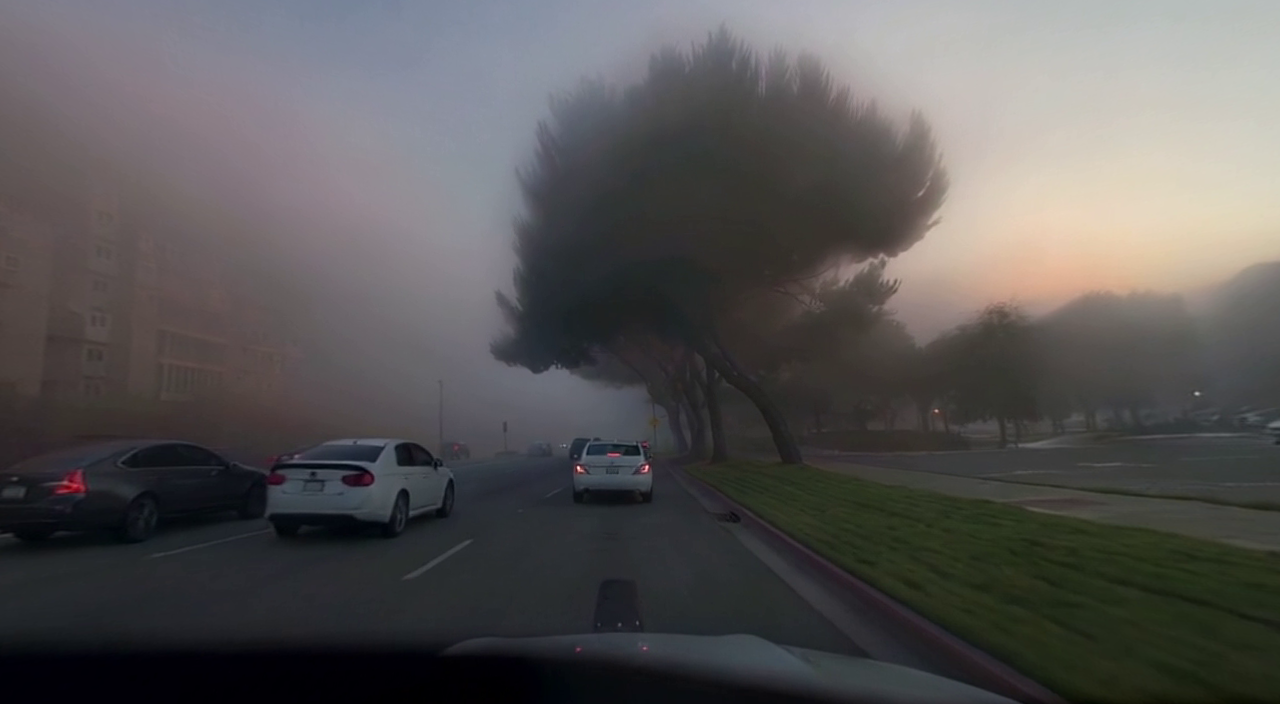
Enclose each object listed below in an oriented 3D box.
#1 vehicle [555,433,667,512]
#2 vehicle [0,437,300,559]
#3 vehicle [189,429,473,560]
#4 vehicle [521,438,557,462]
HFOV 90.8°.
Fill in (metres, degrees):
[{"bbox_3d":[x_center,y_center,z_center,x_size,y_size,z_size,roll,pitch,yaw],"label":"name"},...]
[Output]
[{"bbox_3d":[-0.582,2.622,14.158,2.099,1.469,4.389,0,-9,-1],"label":"vehicle"},{"bbox_3d":[-7.595,2.124,9.985,1.906,1.449,4.576,0,-9,0],"label":"vehicle"},{"bbox_3d":[-4.230,2.026,9.756,2.032,1.515,4.641,0,-9,0],"label":"vehicle"},{"bbox_3d":[-7.701,7.524,48.573,2.023,1.737,4.569,0,-9,1],"label":"vehicle"}]
